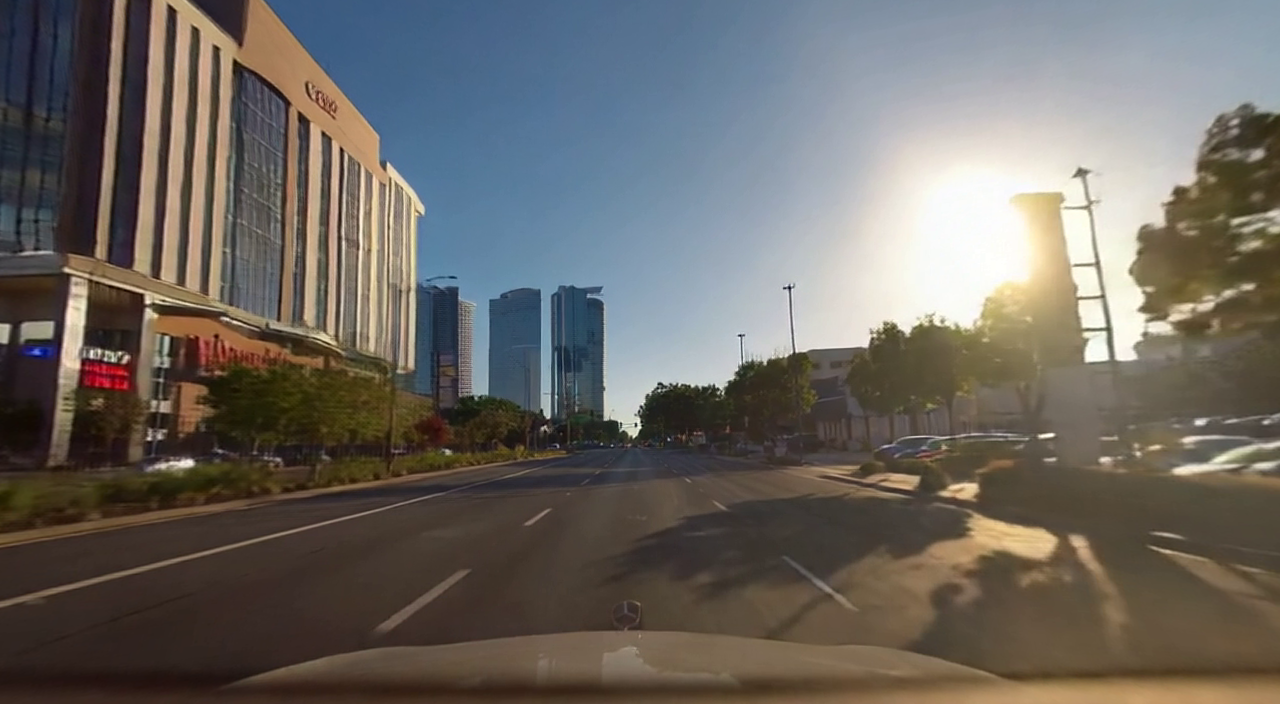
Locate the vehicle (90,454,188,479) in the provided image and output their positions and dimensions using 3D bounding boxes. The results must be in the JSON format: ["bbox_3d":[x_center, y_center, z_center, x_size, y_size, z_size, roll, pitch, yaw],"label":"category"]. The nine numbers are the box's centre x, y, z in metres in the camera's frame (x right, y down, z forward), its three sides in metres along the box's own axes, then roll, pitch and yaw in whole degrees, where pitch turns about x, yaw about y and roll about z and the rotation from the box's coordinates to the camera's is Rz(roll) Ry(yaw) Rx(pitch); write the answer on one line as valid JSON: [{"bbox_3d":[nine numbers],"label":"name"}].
[{"bbox_3d":[-31.213,7.128,39.453,4.593,1.433,1.711,0,-8,-1],"label":"vehicle"}]

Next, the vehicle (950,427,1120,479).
[{"bbox_3d":[13.371,3.443,21.601,4.386,1.570,2.043,-1,-9,-2],"label":"vehicle"}]

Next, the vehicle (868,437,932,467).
[{"bbox_3d":[15.327,5.905,37.532,1.881,1.664,4.658,0,-8,1],"label":"vehicle"}]

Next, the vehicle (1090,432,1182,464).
[{"bbox_3d":[28.832,5.609,36.908,1.964,1.781,4.099,0,-8,1],"label":"vehicle"}]

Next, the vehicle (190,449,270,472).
[{"bbox_3d":[-30.938,8.196,47.776,4.528,1.666,2.077,0,-8,-2],"label":"vehicle"}]
